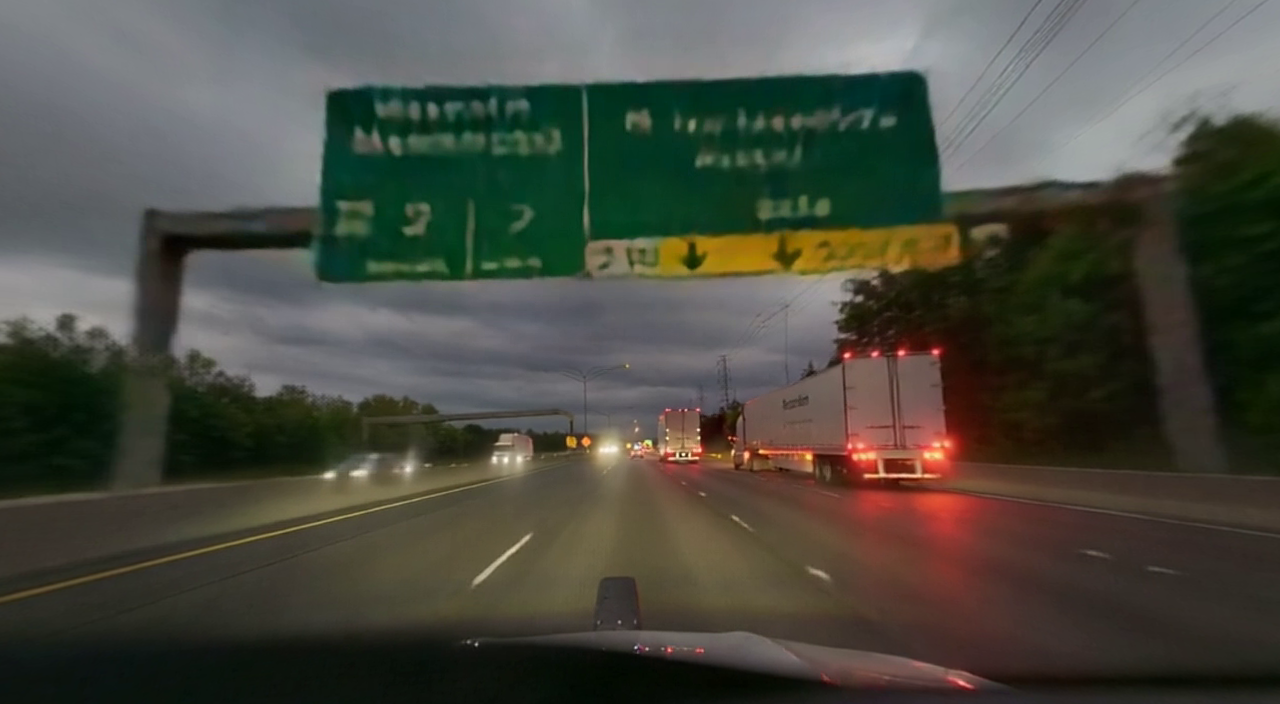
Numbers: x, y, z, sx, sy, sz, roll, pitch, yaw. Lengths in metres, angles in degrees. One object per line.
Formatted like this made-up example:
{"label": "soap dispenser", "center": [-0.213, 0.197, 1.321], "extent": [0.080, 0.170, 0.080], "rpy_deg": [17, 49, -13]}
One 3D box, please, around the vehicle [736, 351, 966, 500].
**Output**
{"label": "vehicle", "center": [7.195, 3.337, 26.294], "extent": [3.400, 4.134, 17.388], "rpy_deg": [0, -9, -1]}

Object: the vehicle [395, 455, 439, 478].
{"label": "vehicle", "center": [-15.562, 7.995, 44.073], "extent": [1.740, 1.476, 3.811], "rpy_deg": [0, -9, 0]}

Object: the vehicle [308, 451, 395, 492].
{"label": "vehicle", "center": [-11.828, 4.884, 26.041], "extent": [1.804, 1.500, 3.794], "rpy_deg": [0, -9, -1]}
